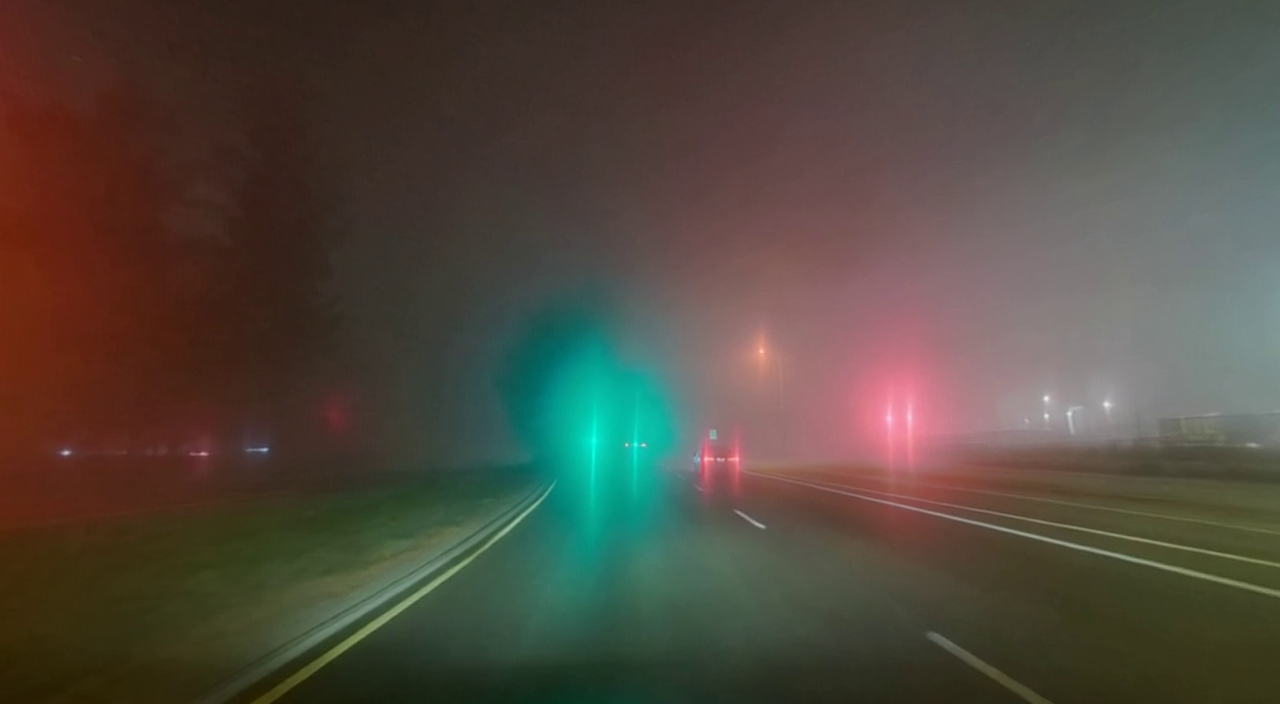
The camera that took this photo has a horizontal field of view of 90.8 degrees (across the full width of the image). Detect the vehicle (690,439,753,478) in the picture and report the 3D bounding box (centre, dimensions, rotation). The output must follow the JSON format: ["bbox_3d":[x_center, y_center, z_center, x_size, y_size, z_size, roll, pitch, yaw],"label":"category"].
[{"bbox_3d":[3.336,4.473,26.840,1.948,1.479,4.620,0,-8,-1],"label":"vehicle"}]
